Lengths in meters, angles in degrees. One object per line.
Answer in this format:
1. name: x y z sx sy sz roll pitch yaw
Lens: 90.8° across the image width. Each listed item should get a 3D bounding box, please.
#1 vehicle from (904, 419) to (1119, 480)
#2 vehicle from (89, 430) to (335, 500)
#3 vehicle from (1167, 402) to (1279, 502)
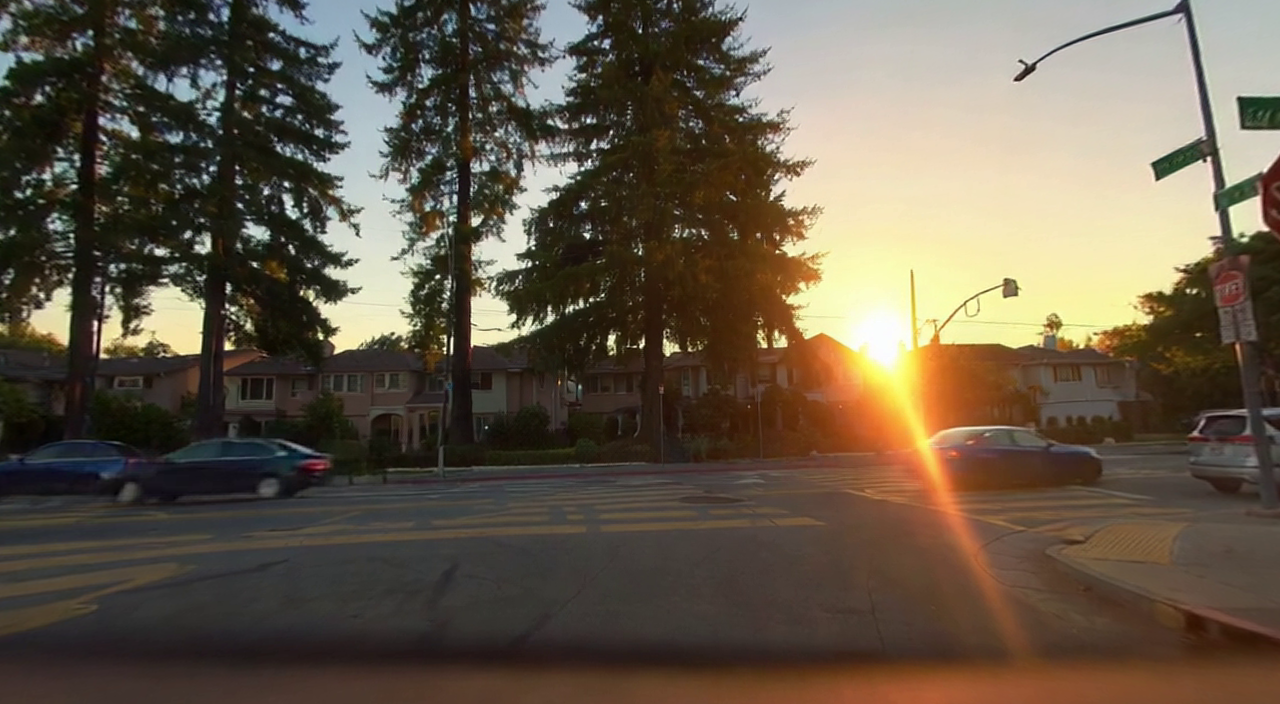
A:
1. vehicle: 9.842 2.570 16.843 4.990 1.454 1.875 2 -9 -15
2. vehicle: -9.944 2.648 15.202 4.548 1.469 1.864 3 -9 -23
3. vehicle: 12.785 1.856 11.856 4.208 1.685 2.014 1 -8 -8
